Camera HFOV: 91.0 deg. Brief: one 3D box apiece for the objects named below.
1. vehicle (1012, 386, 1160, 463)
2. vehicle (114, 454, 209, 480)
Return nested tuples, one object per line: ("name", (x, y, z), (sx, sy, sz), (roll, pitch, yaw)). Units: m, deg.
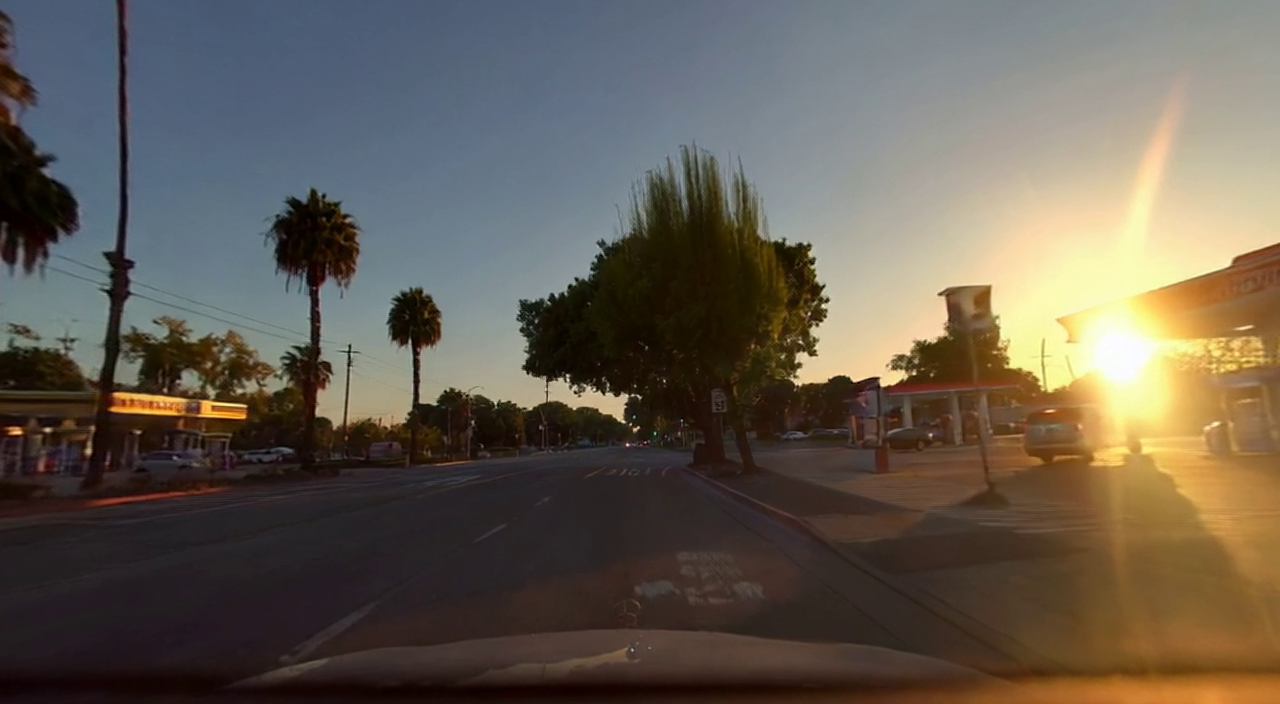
("vehicle", (15.939, 2.662, 22.402), (5.529, 2.395, 2.399), (6, -10, -35))
("vehicle", (-29.096, 6.963, 38.366), (4.420, 1.445, 1.954), (7, -11, -37))
